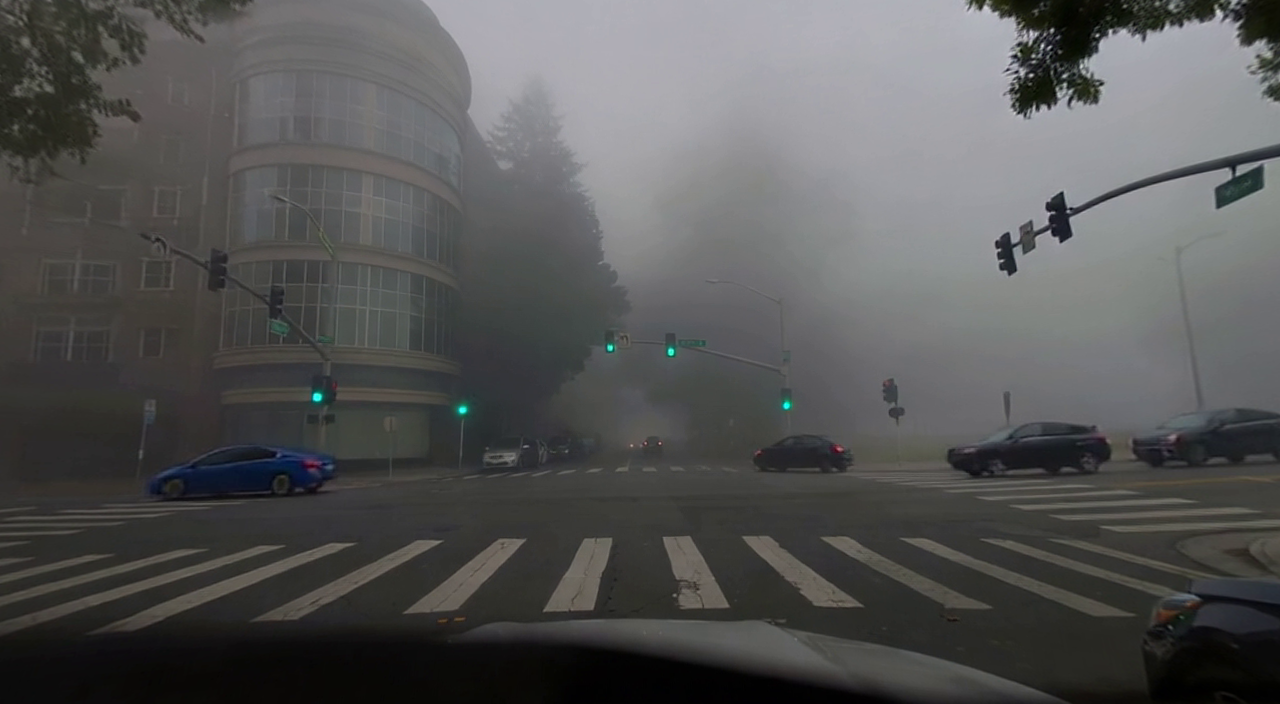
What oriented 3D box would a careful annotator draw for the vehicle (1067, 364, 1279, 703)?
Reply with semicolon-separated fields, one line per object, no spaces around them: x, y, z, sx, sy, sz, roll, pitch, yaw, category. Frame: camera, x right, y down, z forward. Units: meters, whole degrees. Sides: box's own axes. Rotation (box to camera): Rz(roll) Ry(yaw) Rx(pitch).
2.884;0.675;0.836;1.947;1.576;3.825;0;-8;1;vehicle

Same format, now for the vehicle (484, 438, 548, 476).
-5.951;5.087;30.661;2.115;1.690;4.322;0;-8;1;vehicle

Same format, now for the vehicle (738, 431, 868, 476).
6.461;4.031;25.189;4.551;1.625;2.053;-7;-11;40;vehicle

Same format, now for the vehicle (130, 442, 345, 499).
-10.959;3.231;17.362;4.613;1.443;1.883;0;-8;-1;vehicle

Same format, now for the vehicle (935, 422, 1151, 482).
10.610;2.653;16.783;4.464;1.472;1.867;0;-8;0;vehicle
